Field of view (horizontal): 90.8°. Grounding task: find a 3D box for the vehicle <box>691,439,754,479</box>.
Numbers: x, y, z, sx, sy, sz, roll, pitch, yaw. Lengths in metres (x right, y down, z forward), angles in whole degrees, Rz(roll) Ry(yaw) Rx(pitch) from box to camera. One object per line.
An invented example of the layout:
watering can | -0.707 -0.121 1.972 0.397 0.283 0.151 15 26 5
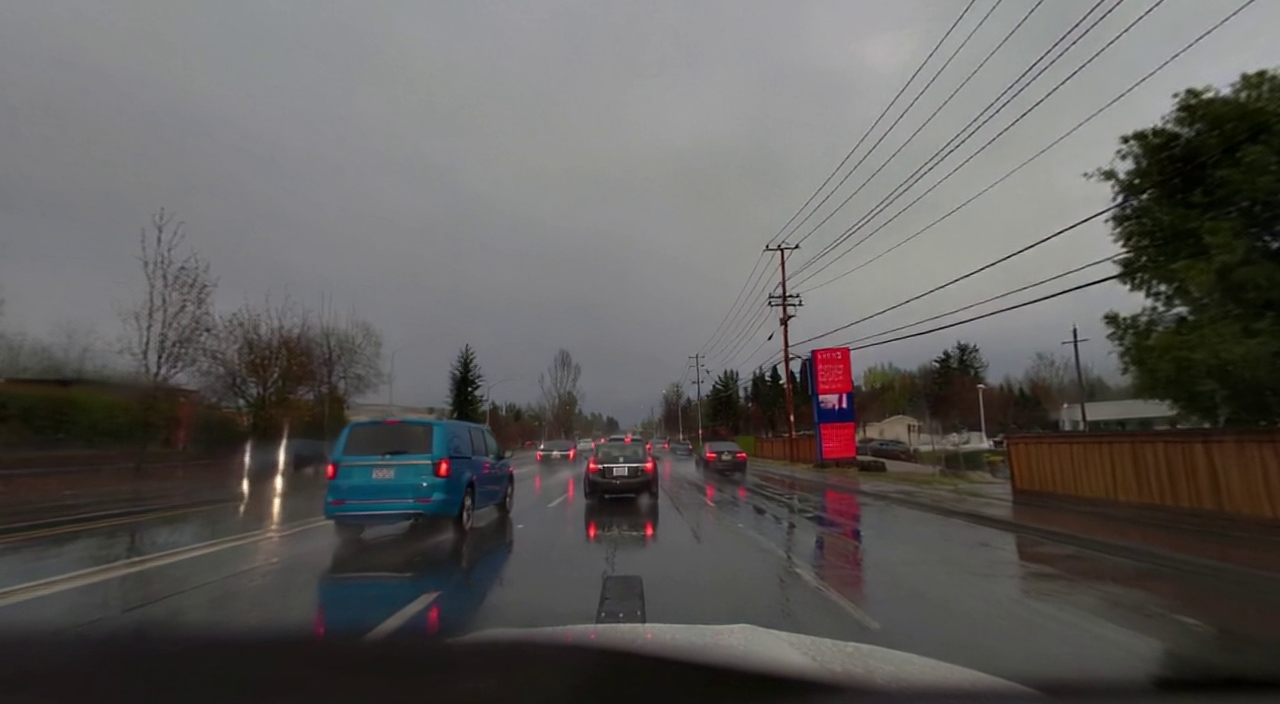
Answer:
vehicle | 3.249 4.321 25.802 1.878 1.479 4.461 0 -9 -1

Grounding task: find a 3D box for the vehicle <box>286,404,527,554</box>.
vehicle | -3.321 1.925 10.259 2.092 1.839 4.736 0 -9 0

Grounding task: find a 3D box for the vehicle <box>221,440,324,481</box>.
vehicle | -17.208 5.085 29.897 2.029 1.790 4.668 0 -9 0

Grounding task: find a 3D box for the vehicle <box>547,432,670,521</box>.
vehicle | -0.547 2.427 12.776 2.097 1.511 3.809 0 -9 0
